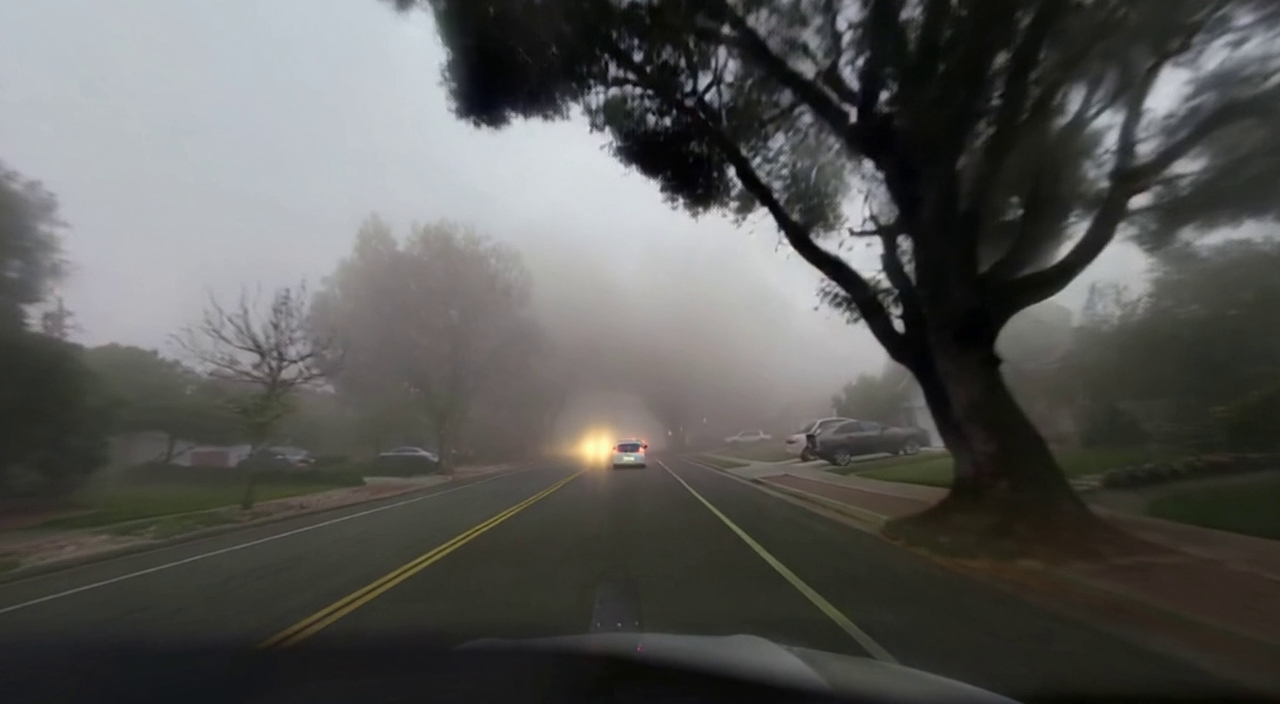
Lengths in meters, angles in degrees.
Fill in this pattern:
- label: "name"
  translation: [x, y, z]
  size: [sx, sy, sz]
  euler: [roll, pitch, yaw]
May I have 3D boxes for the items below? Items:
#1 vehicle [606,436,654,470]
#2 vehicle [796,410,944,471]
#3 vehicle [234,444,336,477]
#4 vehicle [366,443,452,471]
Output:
- label: "vehicle"
  translation: [-0.409, 4.718, 29.649]
  size: [2.098, 1.483, 4.099]
  euler: [0, -8, 0]
- label: "vehicle"
  translation: [8.311, 3.235, 23.188]
  size: [4.513, 1.617, 1.998]
  euler: [-7, -8, -1]
- label: "vehicle"
  translation: [-17.077, 5.152, 30.347]
  size: [4.608, 1.481, 1.890]
  euler: [-4, -9, 26]
- label: "vehicle"
  translation: [-14.801, 6.756, 40.657]
  size: [4.608, 1.743, 2.222]
  euler: [-1, -8, 7]
